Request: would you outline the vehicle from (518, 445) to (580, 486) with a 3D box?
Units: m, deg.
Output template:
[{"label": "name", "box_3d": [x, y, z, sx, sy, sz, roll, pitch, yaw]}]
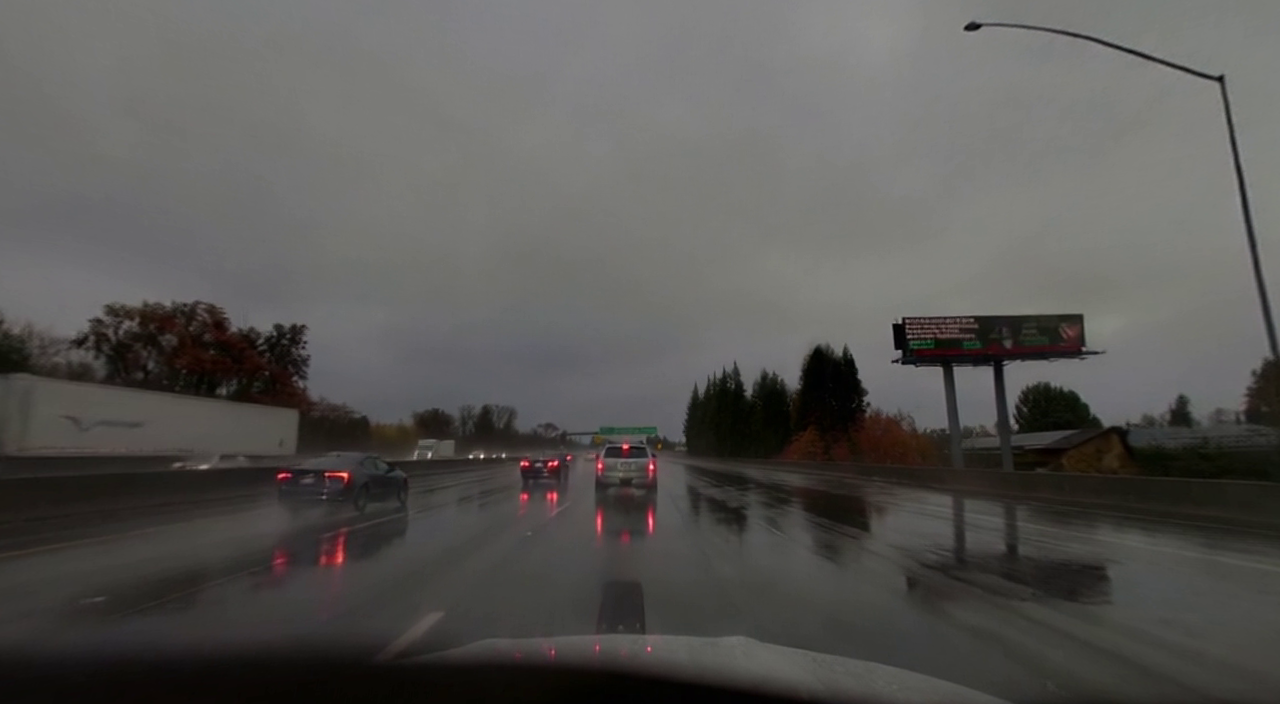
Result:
[{"label": "vehicle", "box_3d": [-3.679, 4.681, 26.321, 1.889, 1.522, 4.465, 0, -9, 1]}]

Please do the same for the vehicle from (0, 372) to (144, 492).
[{"label": "vehicle", "box_3d": [-22.564, 2.866, 22.187, 3.063, 3.879, 8.695, 0, -9, -1]}]

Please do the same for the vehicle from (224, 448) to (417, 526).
[{"label": "vehicle", "box_3d": [-6.932, 2.937, 14.403, 1.892, 1.468, 4.792, 0, -9, 0]}]

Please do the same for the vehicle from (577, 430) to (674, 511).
[{"label": "vehicle", "box_3d": [-0.327, 2.955, 16.212, 2.127, 1.749, 4.776, 0, -9, 0]}]
